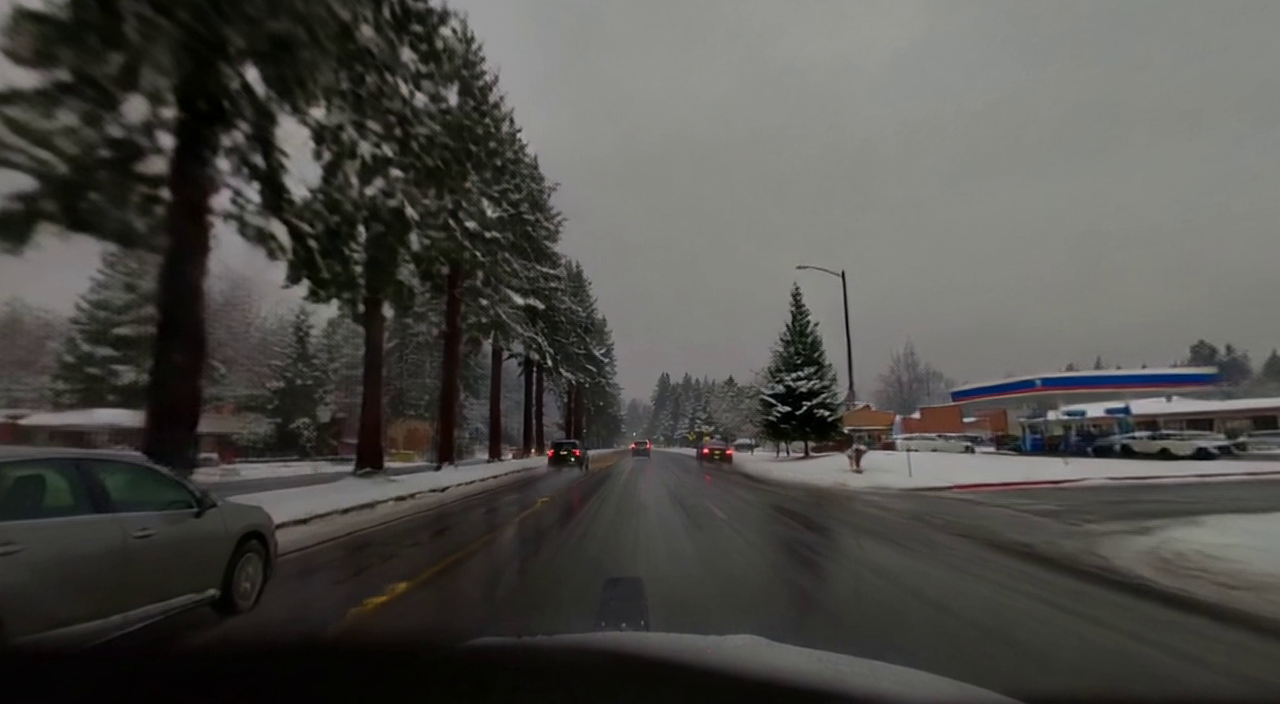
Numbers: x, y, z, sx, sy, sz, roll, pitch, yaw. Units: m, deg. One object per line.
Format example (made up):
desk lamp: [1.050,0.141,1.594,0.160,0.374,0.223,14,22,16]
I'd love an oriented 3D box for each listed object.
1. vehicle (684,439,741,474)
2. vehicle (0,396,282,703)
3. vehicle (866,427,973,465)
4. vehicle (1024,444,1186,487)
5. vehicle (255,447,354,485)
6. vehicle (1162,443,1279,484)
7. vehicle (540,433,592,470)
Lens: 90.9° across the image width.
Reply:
vehicle: [3.254,4.767,29.090,2.010,1.486,4.498,0,-8,-1]
vehicle: [-4.004,0.933,2.644,1.988,1.530,5.155,0,-8,0]
vehicle: [14.050,4.758,32.040,2.097,1.779,4.720,4,-9,-24]
vehicle: [16.765,4.069,22.816,4.717,1.461,1.874,2,-9,-10]
vehicle: [-14.705,4.980,27.947,1.977,1.491,4.496,0,-8,-1]
vehicle: [22.409,4.141,23.557,4.344,1.433,1.784,1,-8,-5]
vehicle: [-3.623,4.977,31.688,2.051,1.747,4.370,0,-8,1]
